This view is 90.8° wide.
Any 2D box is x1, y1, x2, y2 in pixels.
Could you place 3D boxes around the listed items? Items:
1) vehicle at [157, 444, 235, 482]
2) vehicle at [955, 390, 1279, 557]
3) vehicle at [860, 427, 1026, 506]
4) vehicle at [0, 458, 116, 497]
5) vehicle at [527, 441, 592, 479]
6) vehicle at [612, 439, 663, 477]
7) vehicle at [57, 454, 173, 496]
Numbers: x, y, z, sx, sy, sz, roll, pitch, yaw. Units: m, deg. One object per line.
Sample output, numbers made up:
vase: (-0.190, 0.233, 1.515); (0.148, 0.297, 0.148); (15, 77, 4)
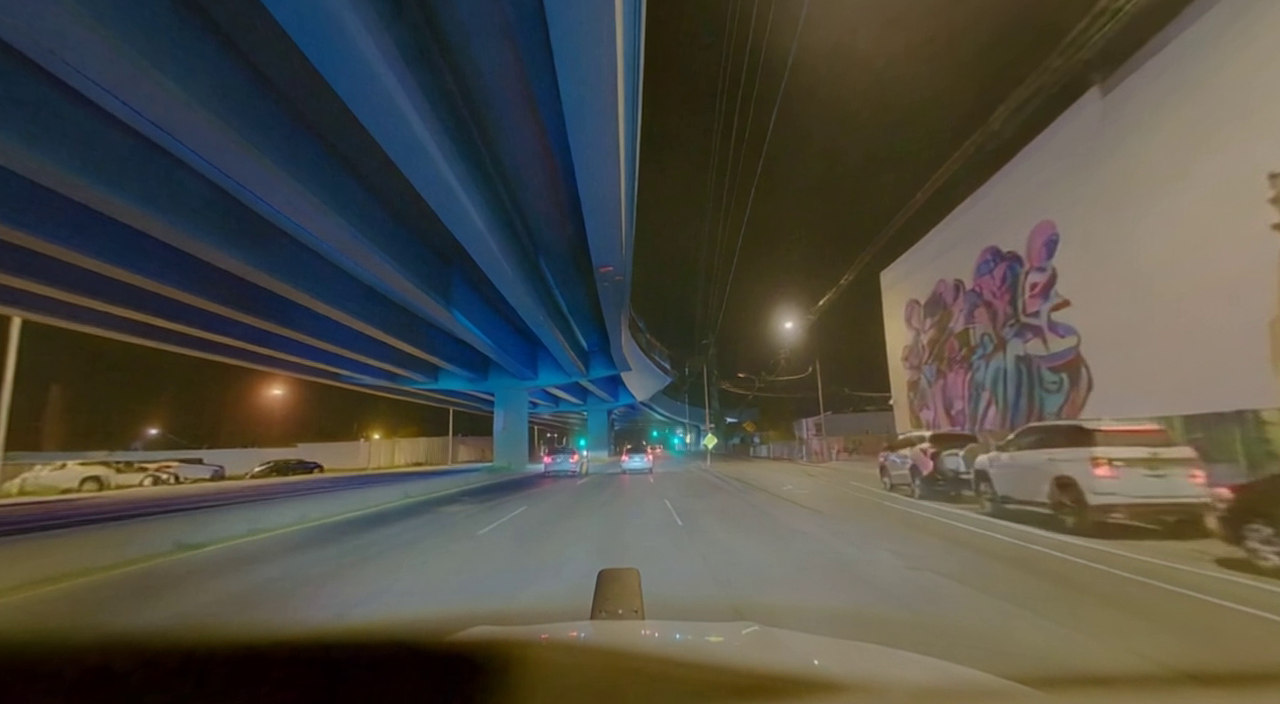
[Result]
vehicle: (-30.512, 7.602, 43.660); (1.933, 2.393, 4.896); (0, -8, -2)
vehicle: (6.970, 1.739, 9.567); (2.114, 1.911, 4.402); (0, -9, 1)
vehicle: (7.073, 2.721, 15.362); (2.017, 1.625, 4.337); (0, -9, 2)
vehicle: (-29.556, 6.360, 32.282); (2.035, 1.764, 4.157); (1, -9, -4)
vehicle: (-3.439, 4.734, 27.932); (2.024, 1.533, 4.549); (-1, -9, 4)
vehicle: (-0.081, 4.807, 28.781); (2.155, 1.571, 3.734); (0, -9, 1)
vehicle: (-27.098, 6.315, 32.846); (1.971, 1.939, 4.729); (1, -9, -2)
